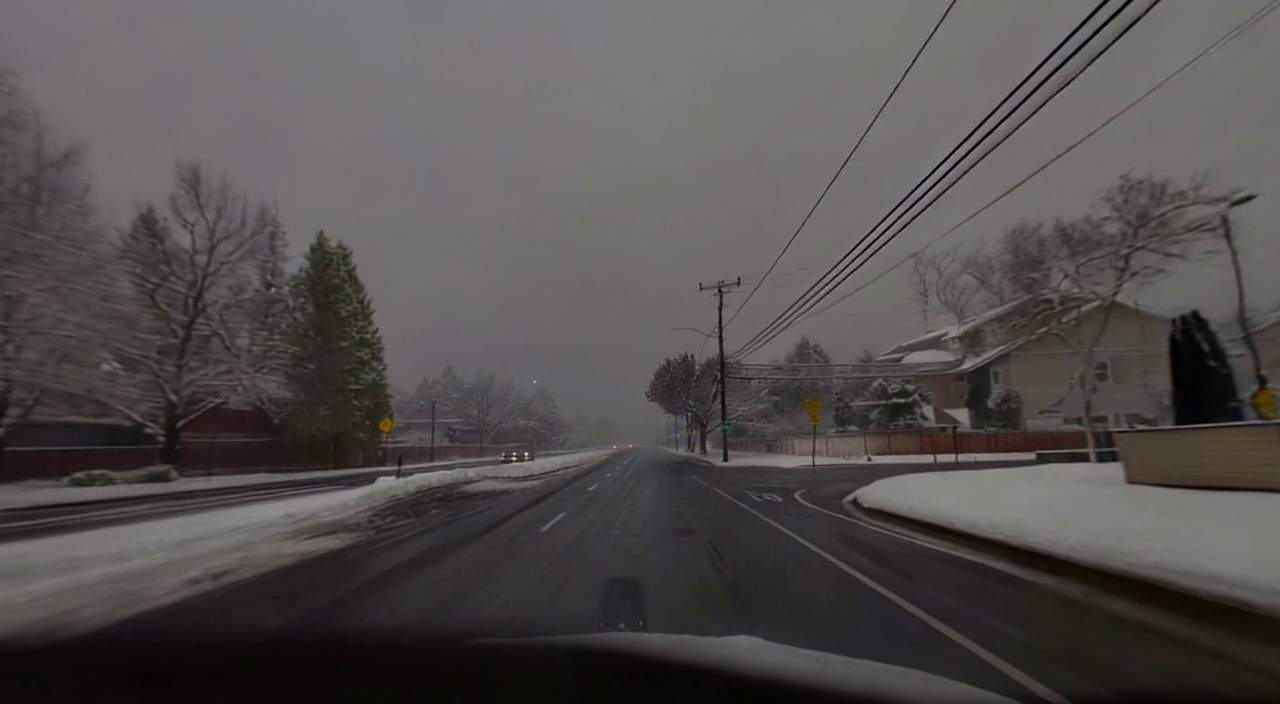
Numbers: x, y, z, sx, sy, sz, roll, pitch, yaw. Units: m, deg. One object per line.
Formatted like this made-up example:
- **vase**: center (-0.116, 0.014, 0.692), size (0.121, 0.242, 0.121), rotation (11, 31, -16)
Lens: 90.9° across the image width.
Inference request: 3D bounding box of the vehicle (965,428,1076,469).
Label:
- **vehicle**: center (18.543, 4.689, 30.822), size (4.229, 1.911, 2.134), rotation (2, -8, -13)
